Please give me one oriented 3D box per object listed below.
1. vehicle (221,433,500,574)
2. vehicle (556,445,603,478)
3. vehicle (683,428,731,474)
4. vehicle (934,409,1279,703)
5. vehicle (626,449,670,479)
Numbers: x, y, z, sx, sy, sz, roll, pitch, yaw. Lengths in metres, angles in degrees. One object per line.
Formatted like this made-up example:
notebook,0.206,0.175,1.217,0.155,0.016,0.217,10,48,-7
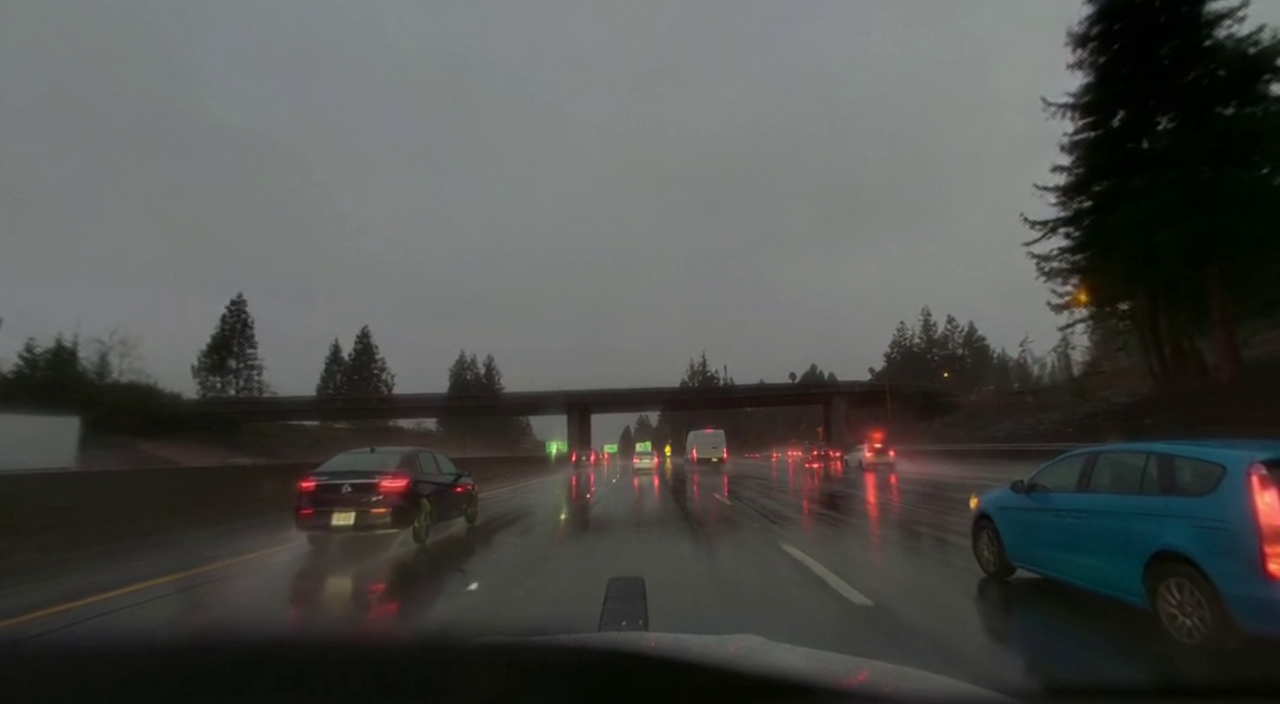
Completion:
vehicle,-3.580,1.999,9.090,2.137,1.562,3.926,0,-8,2
vehicle,-3.303,6.093,35.366,2.078,1.706,4.298,-1,-8,2
vehicle,4.244,6.459,41.316,2.436,2.745,6.607,0,-9,0
vehicle,4.172,1.255,4.374,2.085,1.558,4.466,0,-9,0
vehicle,0.391,5.908,33.461,2.174,1.467,4.005,0,-8,0
